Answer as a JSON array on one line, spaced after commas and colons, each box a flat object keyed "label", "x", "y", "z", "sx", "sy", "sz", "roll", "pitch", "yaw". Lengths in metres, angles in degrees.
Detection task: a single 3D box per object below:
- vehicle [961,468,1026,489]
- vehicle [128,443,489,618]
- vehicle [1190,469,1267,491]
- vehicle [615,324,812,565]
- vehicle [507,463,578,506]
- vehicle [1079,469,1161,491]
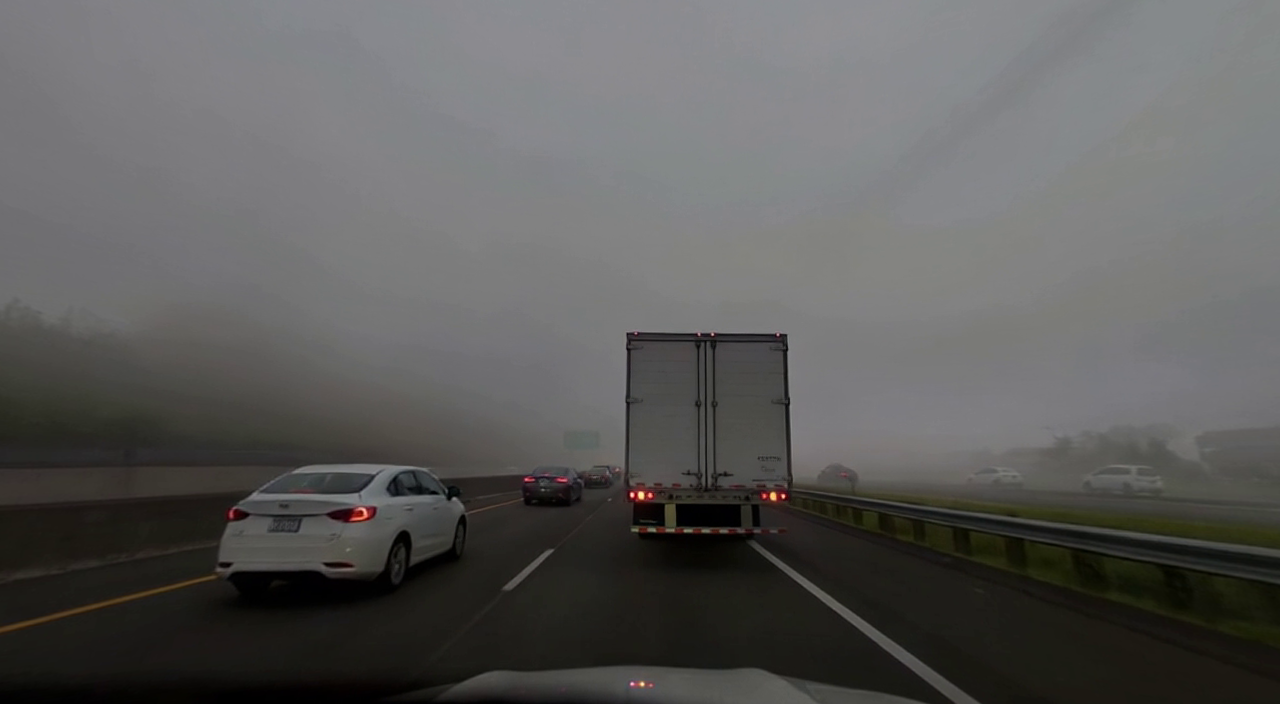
[{"label": "vehicle", "x": 27.471, "y": 9.833, "z": 49.053, "sx": 4.107, "sy": 1.485, "sz": 1.796, "roll": -4, "pitch": -11, "yaw": 21}, {"label": "vehicle", "x": -3.517, "y": 2.026, "z": 8.011, "sx": 1.983, "sy": 1.509, "sz": 4.679, "roll": 1, "pitch": -11, "yaw": 1}, {"label": "vehicle", "x": 42.537, "y": 9.251, "z": 45.567, "sx": 3.974, "sy": 1.485, "sz": 1.709, "roll": 1, "pitch": -11, "yaw": -4}, {"label": "vehicle", "x": 1.054, "y": 2.111, "z": 13.669, "sx": 2.831, "sy": 3.529, "sz": 8.689, "roll": 1, "pitch": -11, "yaw": 0}, {"label": "vehicle", "x": -3.672, "y": 5.127, "z": 24.600, "sx": 1.964, "sy": 1.482, "sz": 4.371, "roll": 0, "pitch": -11, "yaw": 1}, {"label": "vehicle", "x": 34.725, "y": 9.278, "z": 45.683, "sx": 4.299, "sy": 1.465, "sz": 1.807, "roll": -1, "pitch": -11, "yaw": 8}]
